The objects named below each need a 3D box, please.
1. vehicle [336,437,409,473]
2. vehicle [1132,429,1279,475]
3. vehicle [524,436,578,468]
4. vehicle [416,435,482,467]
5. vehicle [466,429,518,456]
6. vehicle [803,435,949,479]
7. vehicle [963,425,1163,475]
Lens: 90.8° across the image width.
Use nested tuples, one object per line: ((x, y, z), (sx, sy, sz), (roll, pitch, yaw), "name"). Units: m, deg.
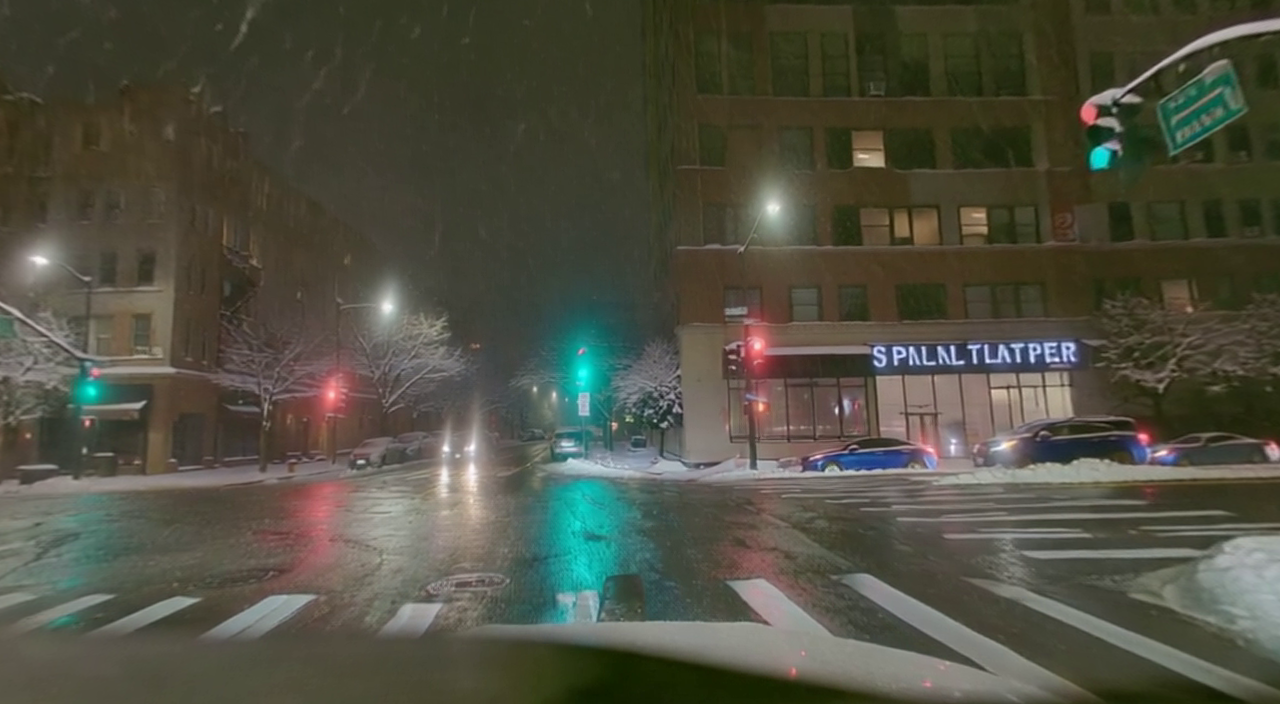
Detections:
((-14.351, 5.534, 34.169), (1.933, 1.461, 4.393), (-5, -5, 1), "vehicle")
((20.161, 3.422, 21.738), (4.782, 1.455, 1.936), (0, -8, -1), "vehicle")
((-4.451, 5.054, 32.178), (1.892, 1.481, 4.365), (-1, -8, 3), "vehicle")
((-9.772, 5.092, 32.674), (2.119, 1.485, 4.472), (0, -8, -1), "vehicle")
((-9.880, 6.111, 42.585), (2.181, 1.723, 4.692), (-1, -8, 3), "vehicle")
((8.251, 3.699, 22.409), (4.426, 1.446, 1.795), (-1, -8, 1), "vehicle")
((14.604, 3.429, 22.115), (5.420, 1.609, 2.063), (-1, -8, 2), "vehicle")
